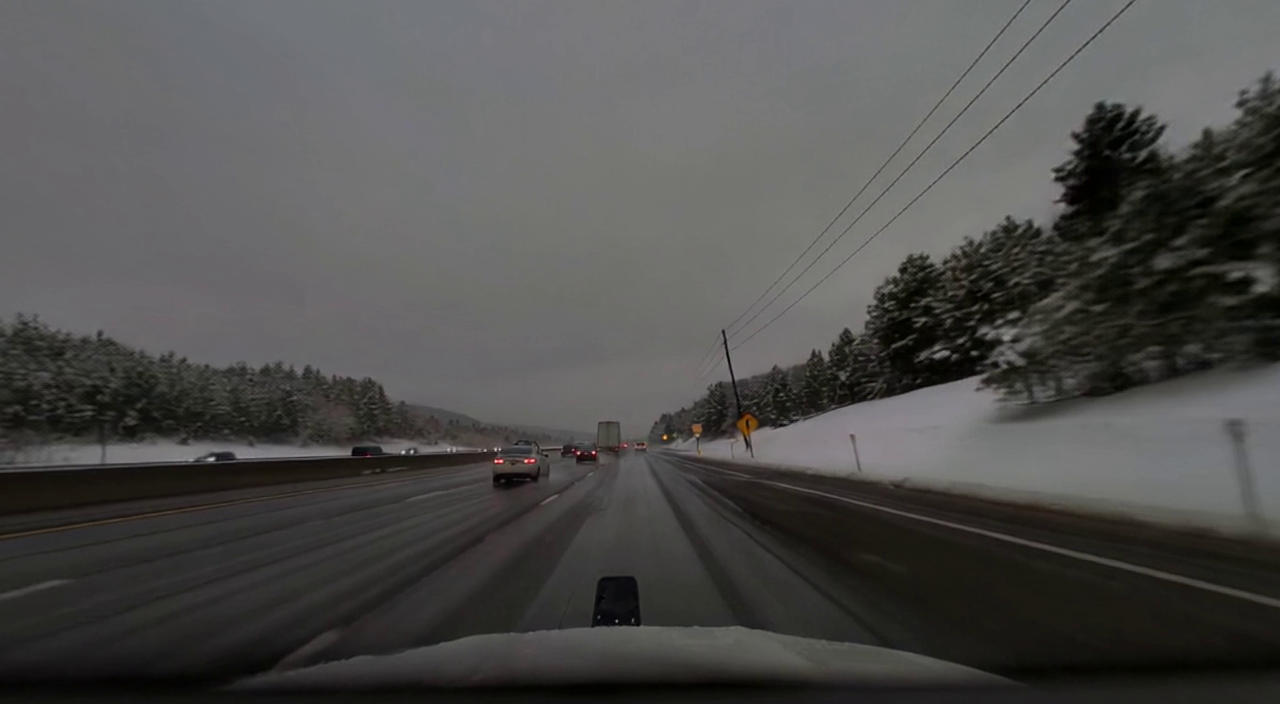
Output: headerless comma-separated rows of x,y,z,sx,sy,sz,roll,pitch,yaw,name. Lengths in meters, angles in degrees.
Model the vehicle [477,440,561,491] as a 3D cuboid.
-3.978,3.816,21.560,1.963,1.533,4.477,0,-9,0,vehicle
